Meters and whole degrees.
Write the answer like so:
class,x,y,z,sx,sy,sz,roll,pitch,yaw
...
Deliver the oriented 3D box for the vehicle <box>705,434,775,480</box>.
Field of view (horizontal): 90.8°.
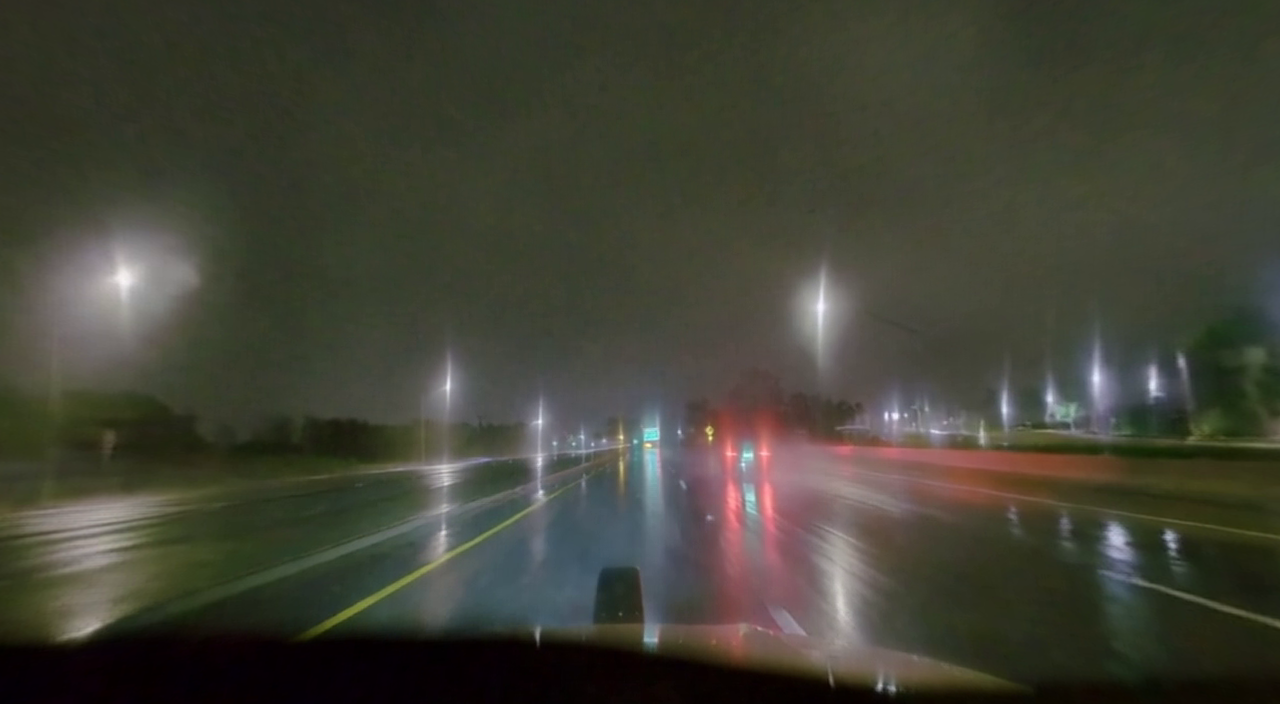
class,x,y,z,sx,sy,sz,roll,pitch,yaw
vehicle,3.535,3.800,23.161,1.874,1.506,4.116,0,-8,0
